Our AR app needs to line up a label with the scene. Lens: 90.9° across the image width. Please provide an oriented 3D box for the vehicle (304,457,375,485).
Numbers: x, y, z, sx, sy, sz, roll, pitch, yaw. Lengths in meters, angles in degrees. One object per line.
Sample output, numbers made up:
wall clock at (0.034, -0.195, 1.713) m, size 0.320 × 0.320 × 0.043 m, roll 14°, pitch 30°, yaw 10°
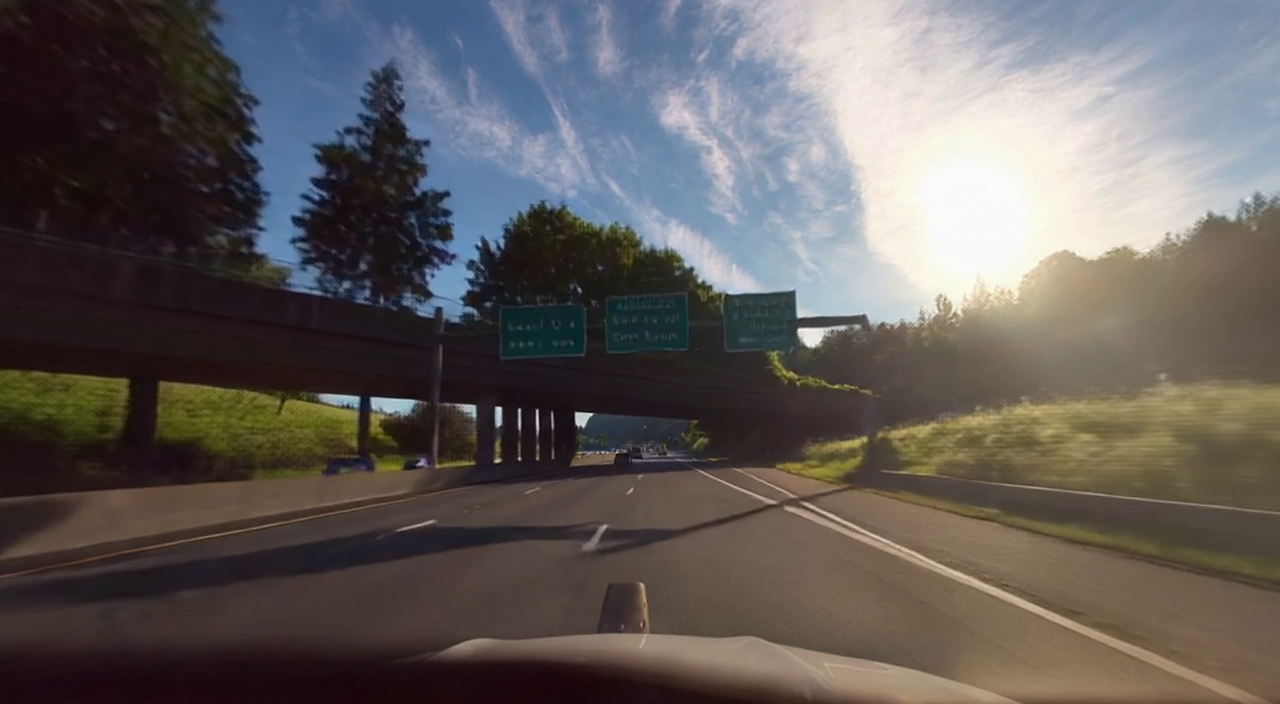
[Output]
vehicle at (-17.405, 6.924, 36.790) m, size 1.828 × 1.451 × 4.463 m, roll 0°, pitch -9°, yaw 2°
